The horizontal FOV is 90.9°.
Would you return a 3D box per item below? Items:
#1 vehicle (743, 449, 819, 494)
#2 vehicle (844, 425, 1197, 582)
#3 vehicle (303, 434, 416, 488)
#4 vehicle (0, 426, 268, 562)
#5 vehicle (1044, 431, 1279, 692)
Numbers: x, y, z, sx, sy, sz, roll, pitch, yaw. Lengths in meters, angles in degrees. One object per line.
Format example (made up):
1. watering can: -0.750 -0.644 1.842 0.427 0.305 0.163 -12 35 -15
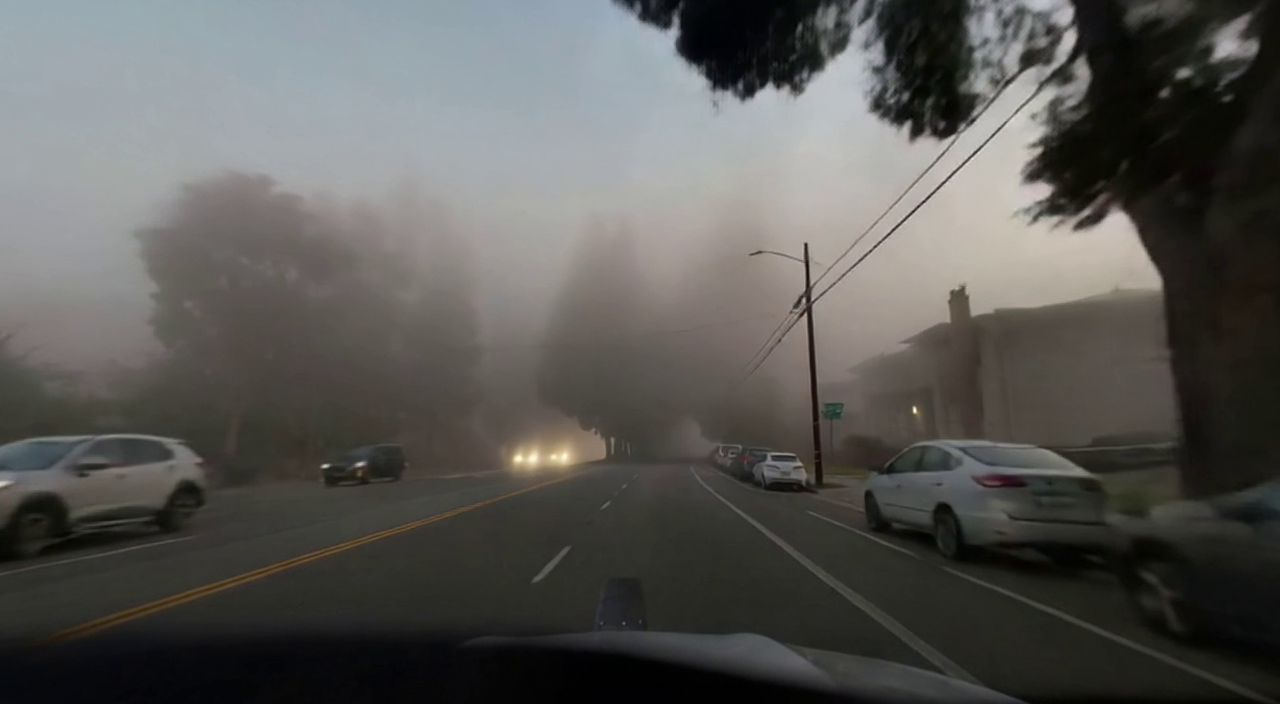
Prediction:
1. vehicle: 4.960 4.247 22.857 1.833 1.399 4.727 -1 -8 2
2. vehicle: 4.792 1.947 9.049 2.128 1.635 4.602 0 -8 -1
3. vehicle: -12.495 4.882 28.635 2.469 2.157 5.373 -1 -8 3
4. vehicle: -8.646 2.154 10.435 2.331 1.696 4.861 0 -8 -5
5. vehicle: 4.524 1.119 3.152 1.853 1.457 4.967 -1 -8 2
